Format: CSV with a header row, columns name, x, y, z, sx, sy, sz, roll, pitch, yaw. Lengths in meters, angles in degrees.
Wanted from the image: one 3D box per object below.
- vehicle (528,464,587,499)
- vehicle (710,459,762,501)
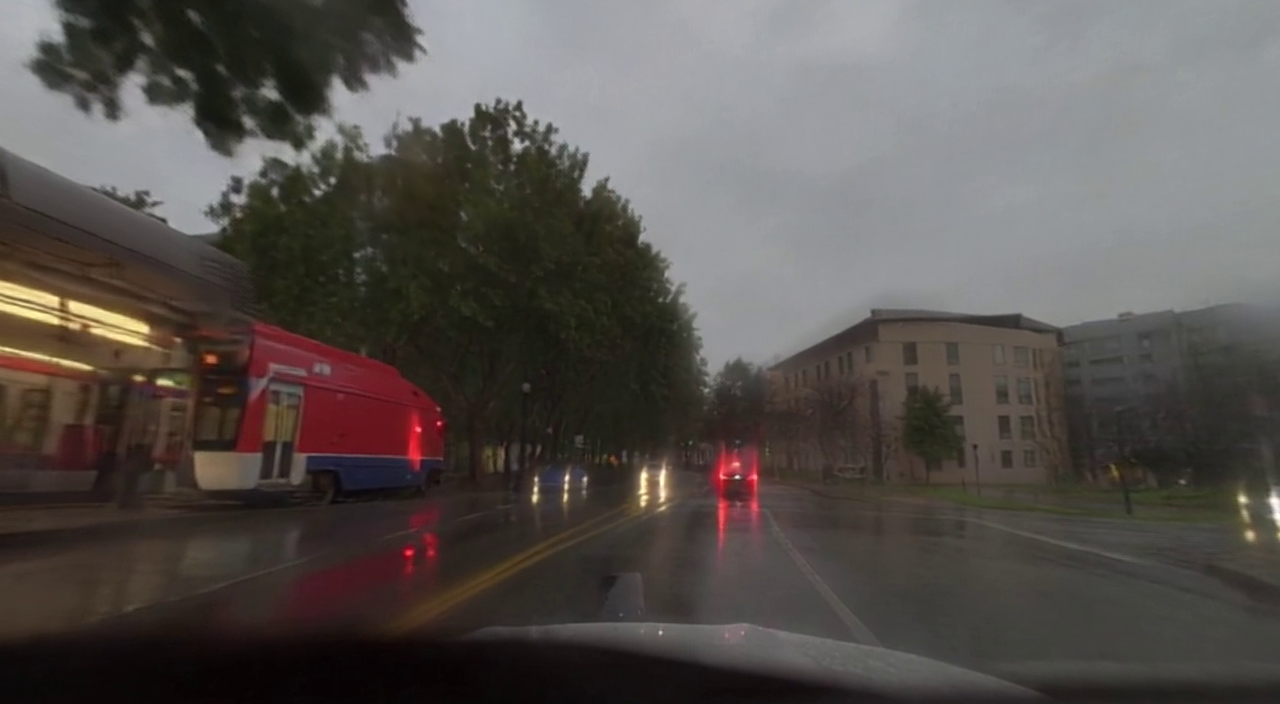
name,x,y,z,sx,sy,sz,roll,pitch,yaw
vehicle,-4.123,6.553,32.287,2.042,1.531,4.403,-1,-9,6
vehicle,4.601,6.164,30.687,2.263,1.765,4.237,-1,-9,7
